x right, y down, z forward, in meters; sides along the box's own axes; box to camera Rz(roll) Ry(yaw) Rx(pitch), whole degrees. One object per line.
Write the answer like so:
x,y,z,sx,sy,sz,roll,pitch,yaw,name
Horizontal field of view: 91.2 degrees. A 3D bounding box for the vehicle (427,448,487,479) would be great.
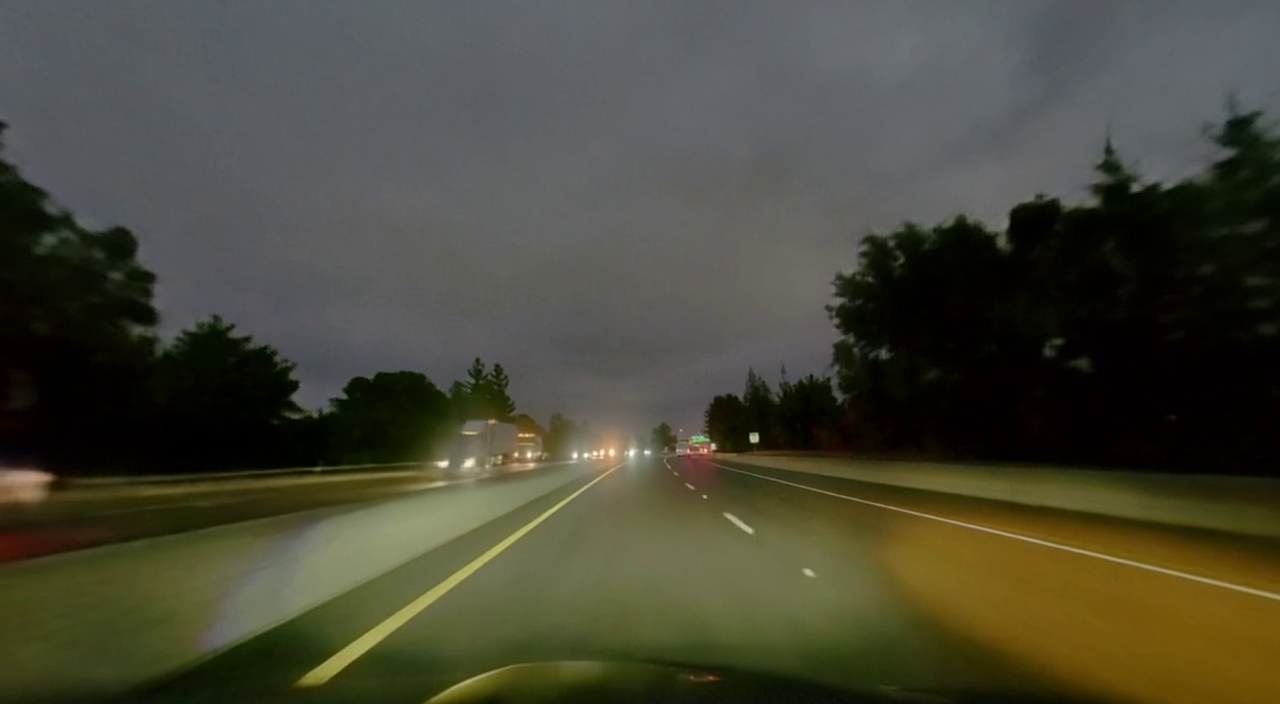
-9.481,5.782,32.814,1.851,1.472,3.982,-1,-9,1,vehicle
